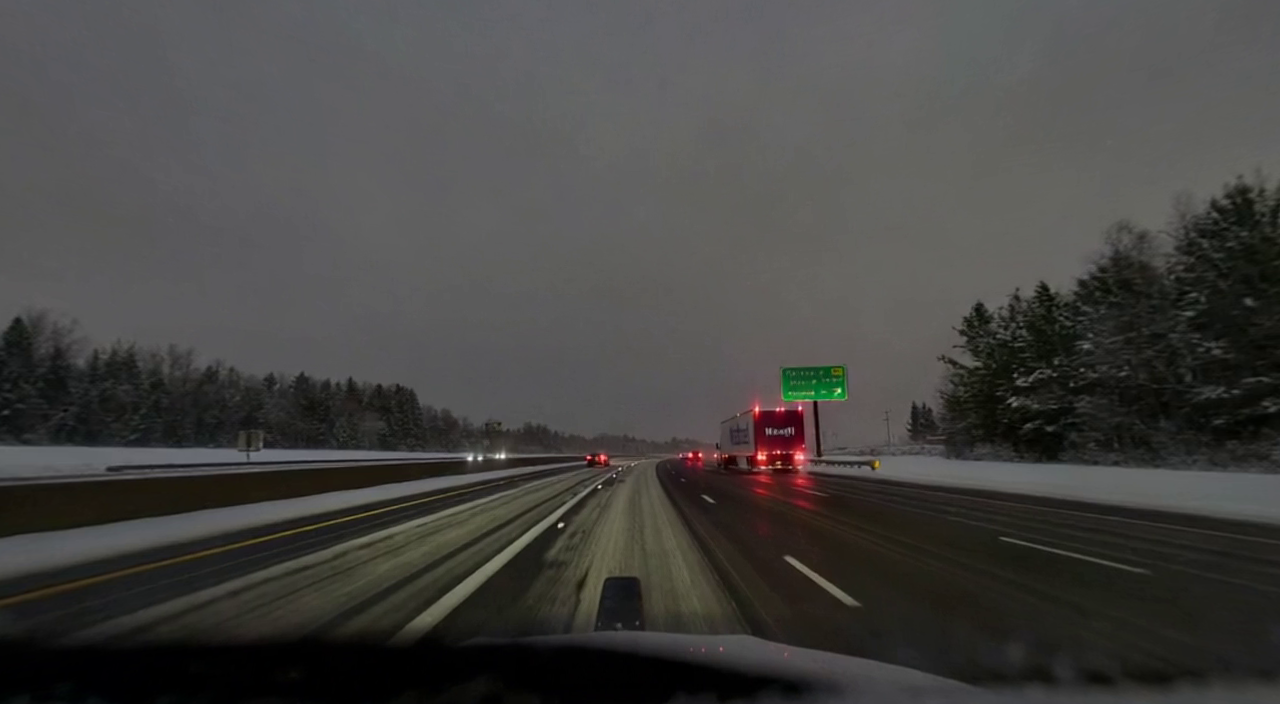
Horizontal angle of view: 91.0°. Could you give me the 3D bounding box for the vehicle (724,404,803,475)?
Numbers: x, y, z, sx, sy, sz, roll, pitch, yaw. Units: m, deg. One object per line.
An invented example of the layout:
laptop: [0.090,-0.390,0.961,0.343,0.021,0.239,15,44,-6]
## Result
vehicle: [8.319,6.357,44.962,2.912,4.143,15.538,0,-9,1]
